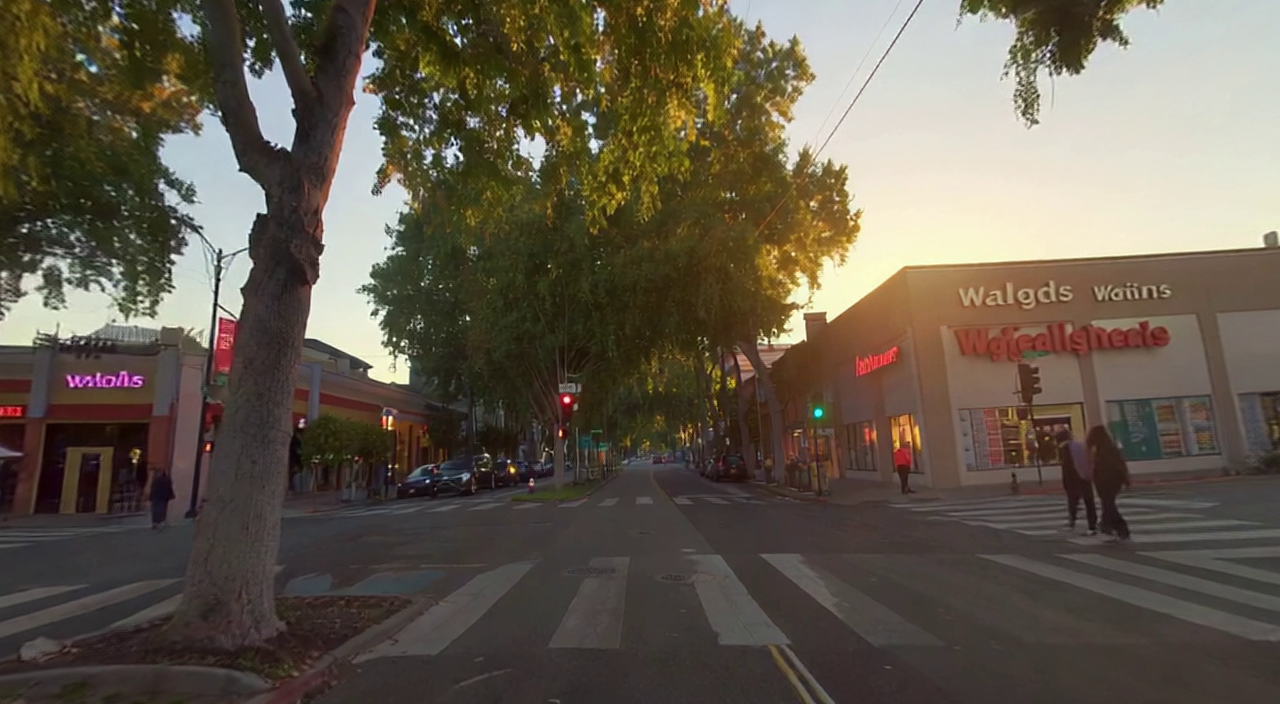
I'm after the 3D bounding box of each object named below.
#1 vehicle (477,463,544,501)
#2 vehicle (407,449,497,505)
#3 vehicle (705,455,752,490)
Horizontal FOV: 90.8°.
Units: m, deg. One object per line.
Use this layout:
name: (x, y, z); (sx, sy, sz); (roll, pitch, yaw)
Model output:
vehicle: (-5.744, 5.830, 28.613); (1.983, 1.438, 4.559); (0, -8, 1)
vehicle: (-8.809, 5.853, 30.309); (2.489, 2.323, 5.843); (0, -8, 1)
vehicle: (5.193, 7.115, 37.715); (2.010, 1.844, 4.386); (0, -8, -2)
